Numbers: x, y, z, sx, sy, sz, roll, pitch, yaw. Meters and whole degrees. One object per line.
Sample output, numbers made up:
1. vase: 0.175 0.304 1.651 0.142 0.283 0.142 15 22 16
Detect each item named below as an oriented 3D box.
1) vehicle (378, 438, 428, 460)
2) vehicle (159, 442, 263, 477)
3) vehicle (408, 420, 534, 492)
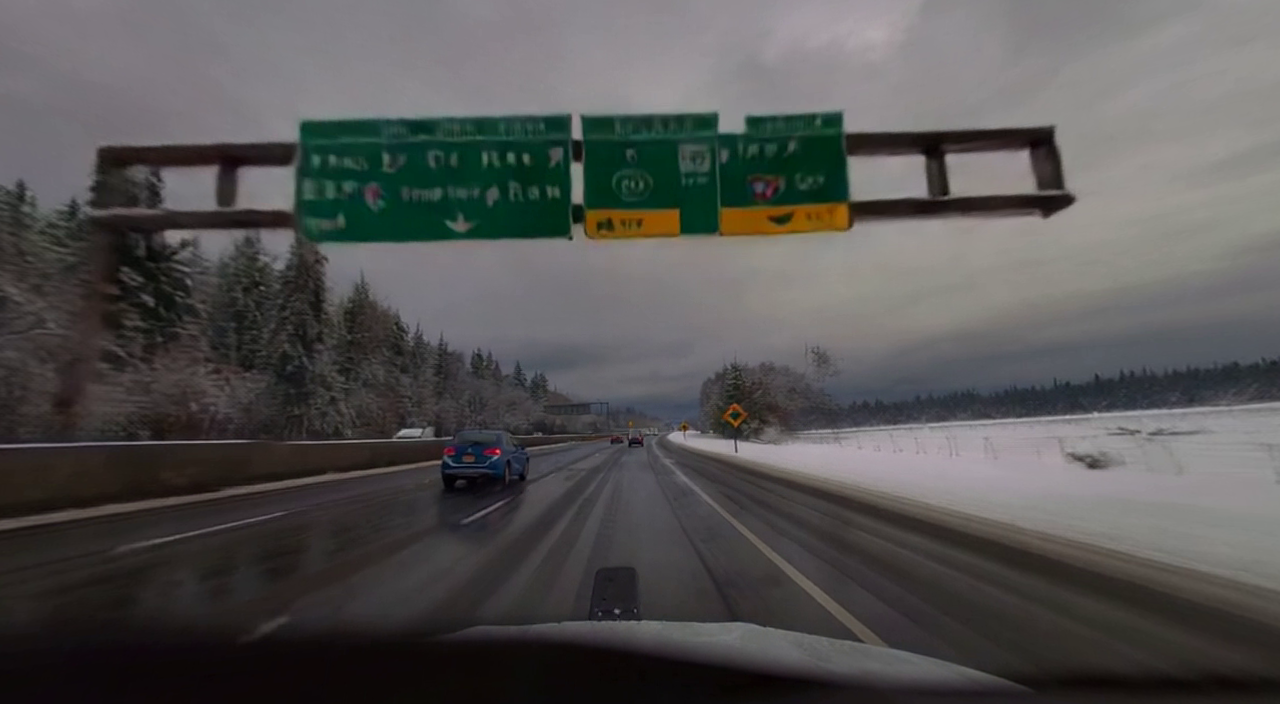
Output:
1. vehicle: -16.361 6.674 43.695 1.835 1.408 4.129 0 -8 1
2. vehicle: -19.936 4.982 29.537 1.776 1.446 4.340 0 -8 1
3. vehicle: -4.238 2.660 16.630 2.052 1.626 4.514 0 -8 0
